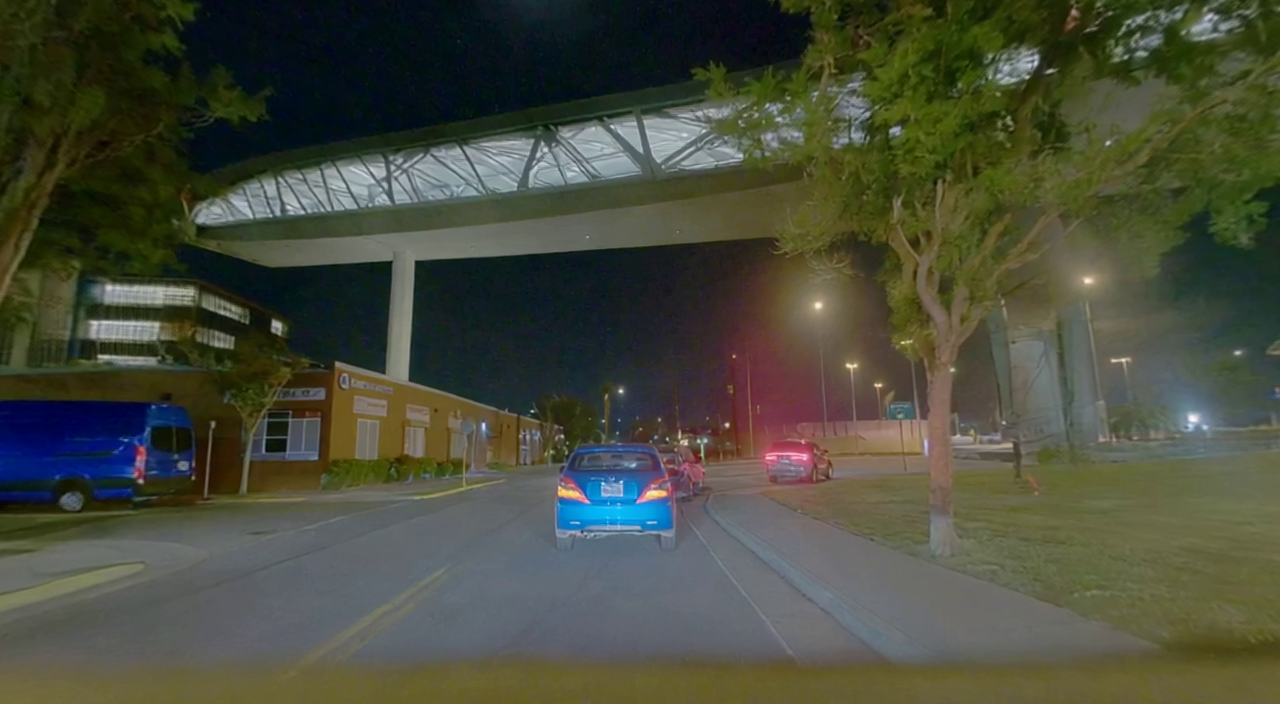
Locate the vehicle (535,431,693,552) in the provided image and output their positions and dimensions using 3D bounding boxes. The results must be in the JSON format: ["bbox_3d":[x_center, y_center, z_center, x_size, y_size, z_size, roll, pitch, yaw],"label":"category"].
[{"bbox_3d":[-0.281,2.194,10.715,2.087,1.578,4.652,0,-9,2],"label":"vehicle"}]

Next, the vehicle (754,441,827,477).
[{"bbox_3d":[8.444,5.912,35.206,2.032,1.828,4.425,-7,-11,40],"label":"vehicle"}]

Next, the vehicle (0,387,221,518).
[{"bbox_3d":[-13.553,2.344,14.877,5.356,2.762,2.644,0,-9,0],"label":"vehicle"}]
